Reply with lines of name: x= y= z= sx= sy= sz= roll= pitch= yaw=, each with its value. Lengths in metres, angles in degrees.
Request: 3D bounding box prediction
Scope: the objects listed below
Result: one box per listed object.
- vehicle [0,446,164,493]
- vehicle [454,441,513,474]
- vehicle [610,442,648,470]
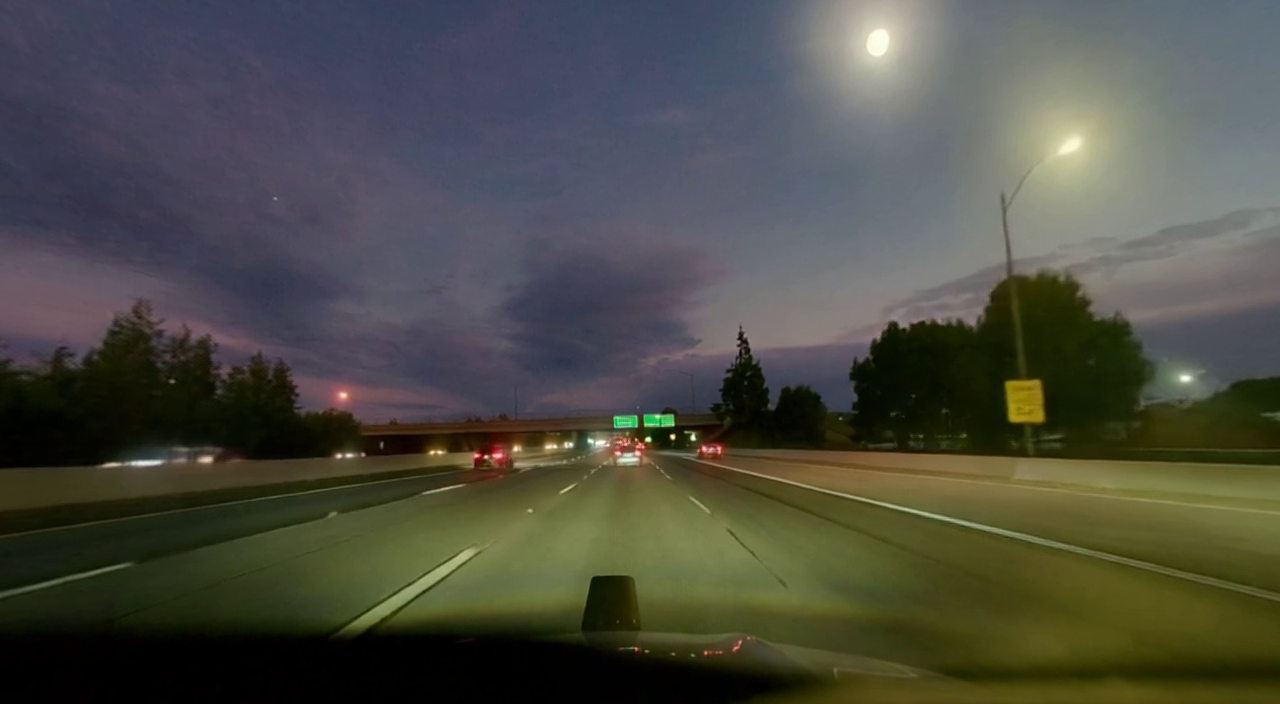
vehicle: x=-20.510 y=4.275 z=23.472 sx=1.971 sy=1.475 sz=4.681 roll=0 pitch=-8 yaw=0
vehicle: x=-7.995 y=5.421 z=32.680 sx=1.957 sy=1.554 sz=4.350 roll=0 pitch=-8 yaw=-1
vehicle: x=-0.654 y=5.751 z=35.157 sx=2.012 sy=1.471 sz=4.059 roll=0 pitch=-8 yaw=-2
